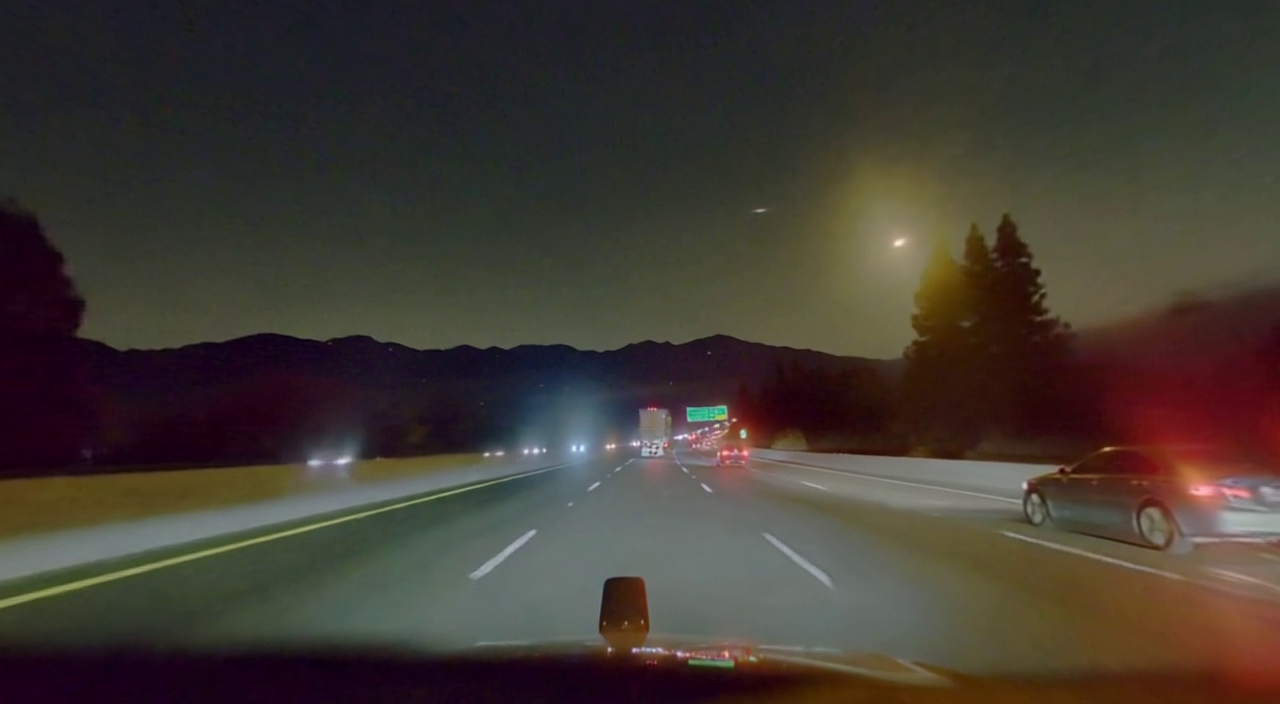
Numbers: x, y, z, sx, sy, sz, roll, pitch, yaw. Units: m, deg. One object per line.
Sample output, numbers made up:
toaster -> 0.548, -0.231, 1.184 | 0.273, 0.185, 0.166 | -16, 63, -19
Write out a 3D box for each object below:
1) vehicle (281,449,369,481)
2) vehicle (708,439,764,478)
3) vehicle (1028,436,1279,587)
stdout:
vehicle -> -15.698, 5.630, 31.719 | 1.914, 1.491, 4.688 | 0, -9, 2
vehicle -> 4.237, 4.752, 28.441 | 1.880, 1.624, 3.941 | 0, -9, 0
vehicle -> 7.184, 1.808, 7.894 | 1.982, 1.440, 4.171 | 0, -9, 0
